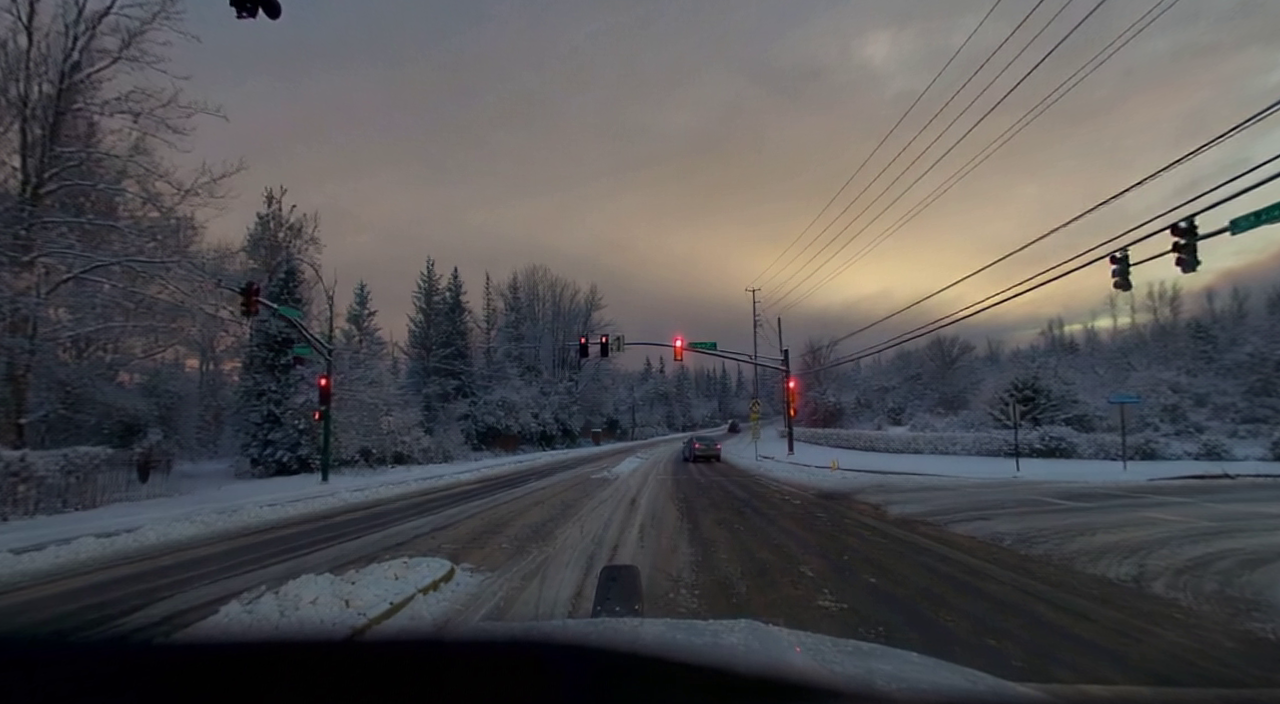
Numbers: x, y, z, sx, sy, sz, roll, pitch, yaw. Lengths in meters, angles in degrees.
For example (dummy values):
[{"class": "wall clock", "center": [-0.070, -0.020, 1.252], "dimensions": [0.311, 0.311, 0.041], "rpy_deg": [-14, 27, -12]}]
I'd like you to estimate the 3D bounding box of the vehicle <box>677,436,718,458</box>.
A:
[{"class": "vehicle", "center": [4.087, 6.864, 45.703], "dimensions": [2.067, 1.490, 4.884], "rpy_deg": [1, -9, -6]}]
